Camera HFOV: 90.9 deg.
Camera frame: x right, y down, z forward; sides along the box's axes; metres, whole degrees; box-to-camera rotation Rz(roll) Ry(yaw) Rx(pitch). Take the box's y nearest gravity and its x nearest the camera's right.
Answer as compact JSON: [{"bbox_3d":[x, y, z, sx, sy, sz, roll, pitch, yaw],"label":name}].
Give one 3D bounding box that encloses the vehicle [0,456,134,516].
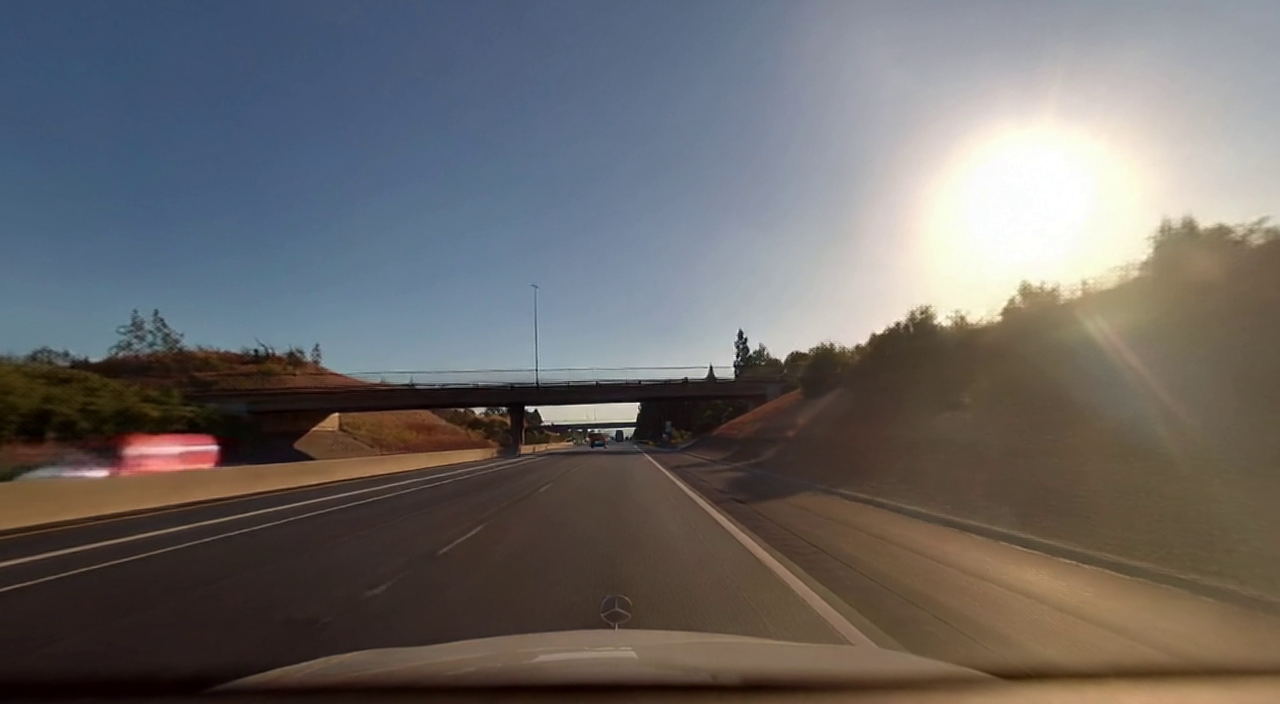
[{"bbox_3d":[-17.523,3.848,18.551,1.817,1.435,4.153,0,-8,-1],"label":"vehicle"}]
